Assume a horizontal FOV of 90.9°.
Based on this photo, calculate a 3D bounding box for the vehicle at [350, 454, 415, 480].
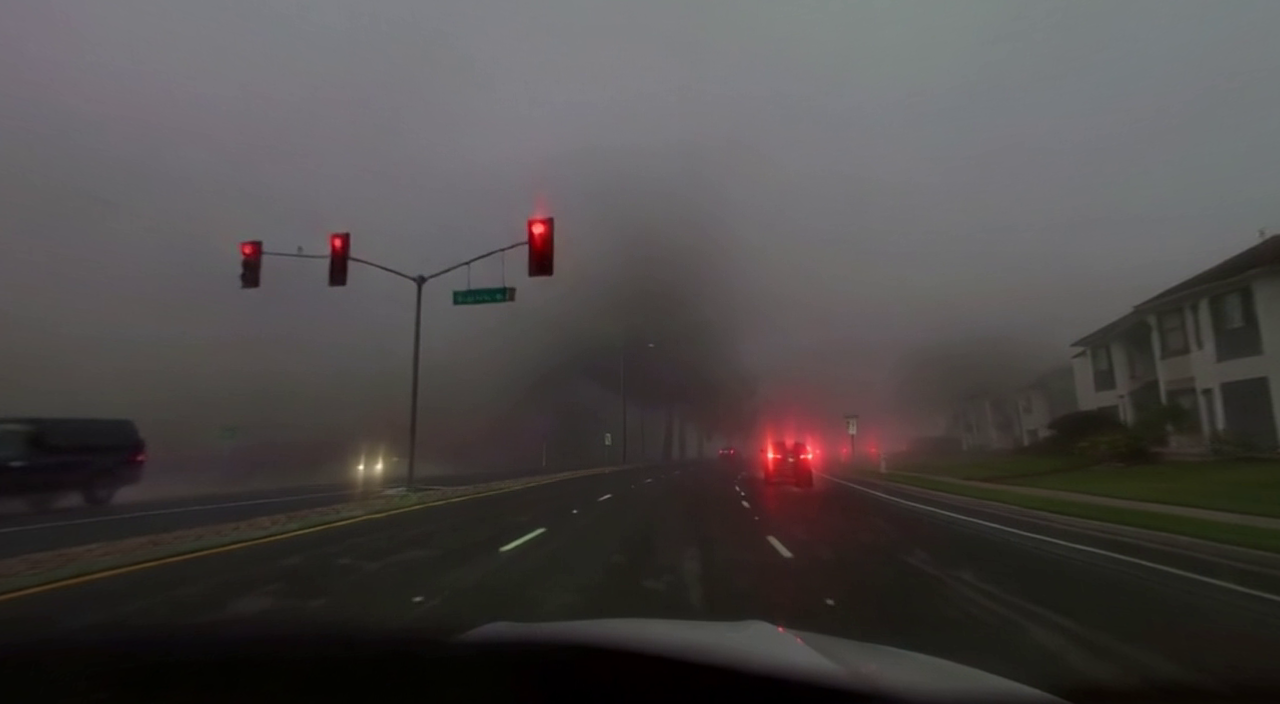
[{"bbox_3d":[-16.041,7.155,39.504,1.828,1.497,3.858,-2,-9,12],"label":"vehicle"}]

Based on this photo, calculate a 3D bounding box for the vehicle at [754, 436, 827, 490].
[{"bbox_3d":[5.643,4.203,24.210,2.141,1.833,4.704,-1,-9,6],"label":"vehicle"}]

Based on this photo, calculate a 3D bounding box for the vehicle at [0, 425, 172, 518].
[{"bbox_3d":[-15.224,2.883,15.584,2.555,2.009,6.050,0,-9,1],"label":"vehicle"}]
